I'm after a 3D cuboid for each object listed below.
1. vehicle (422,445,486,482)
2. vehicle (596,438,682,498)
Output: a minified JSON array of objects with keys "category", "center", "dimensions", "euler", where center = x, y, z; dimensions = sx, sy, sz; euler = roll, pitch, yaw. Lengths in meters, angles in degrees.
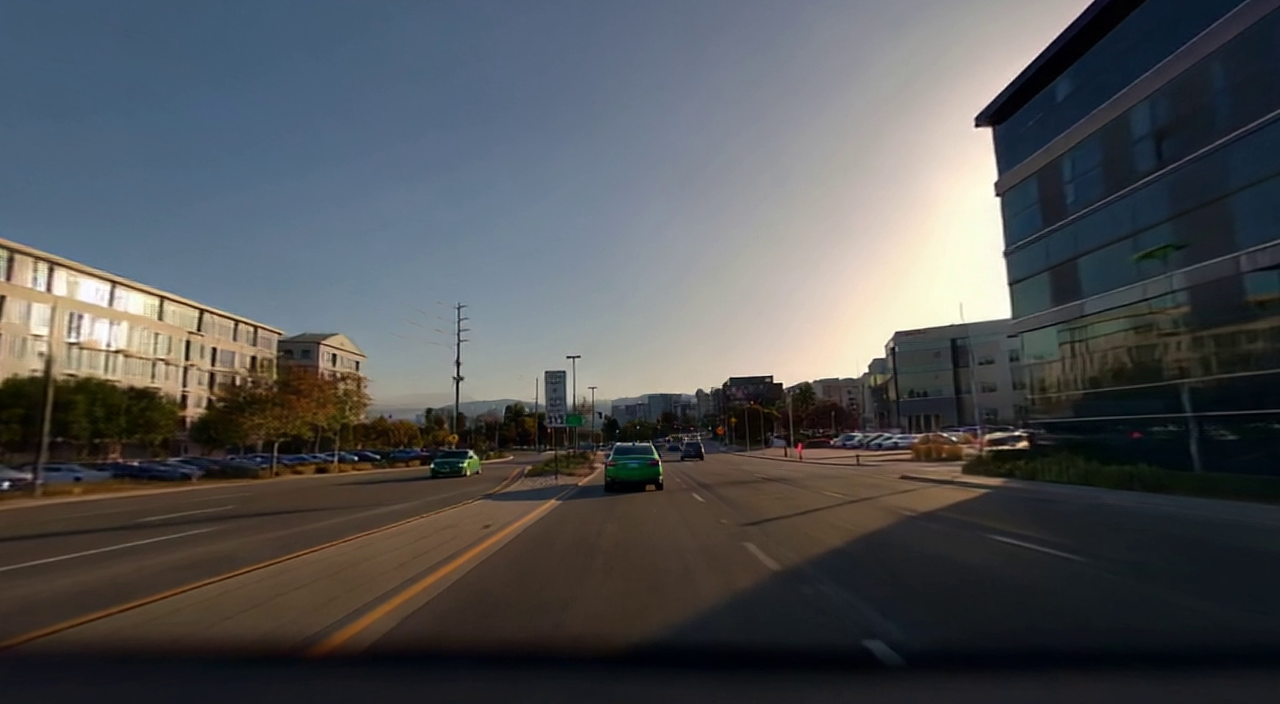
[{"category":"vehicle","center":[-9.183,5.514,31.450],"dimensions":[1.903,1.476,4.395],"euler":[-5,-8,-1]},{"category":"vehicle","center":[-0.055,3.179,17.645],"dimensions":[2.126,1.475,3.967],"euler":[0,-8,-1]}]
